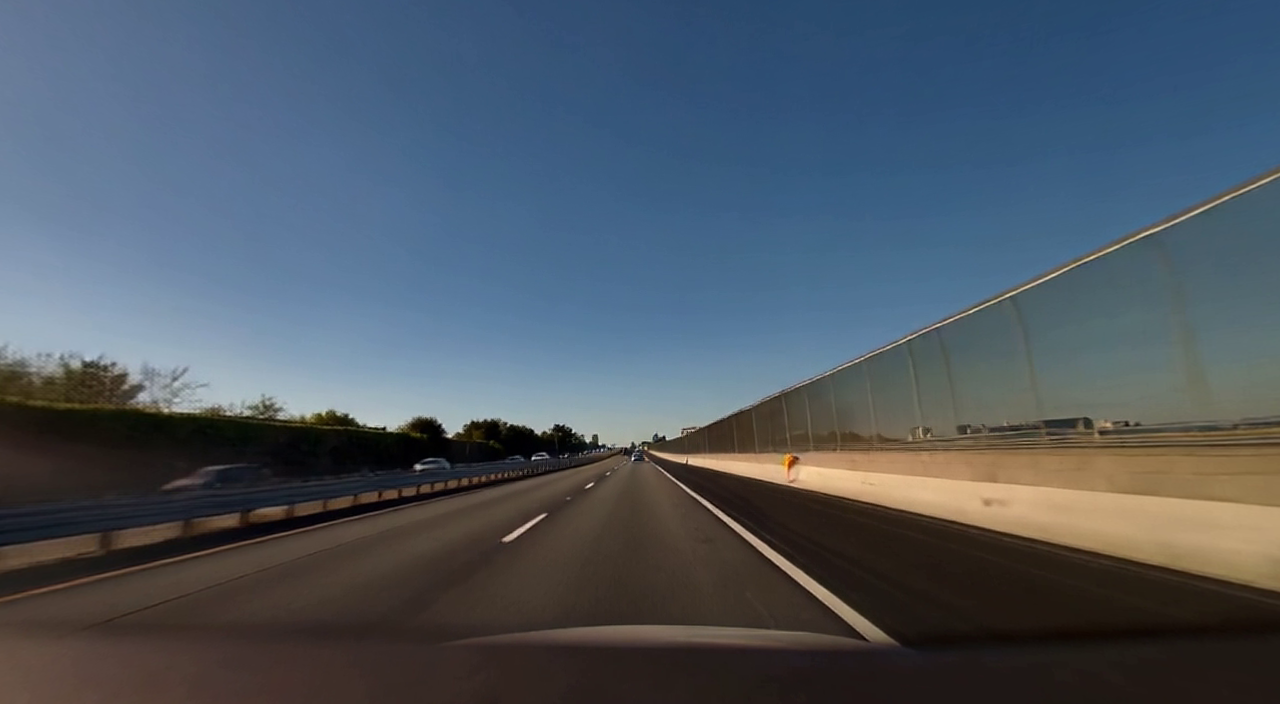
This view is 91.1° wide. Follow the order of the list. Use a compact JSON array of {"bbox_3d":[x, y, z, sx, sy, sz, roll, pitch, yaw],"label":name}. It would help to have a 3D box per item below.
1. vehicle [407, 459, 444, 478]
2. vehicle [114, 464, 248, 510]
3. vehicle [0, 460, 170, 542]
[{"bbox_3d":[-16.964,9.199,49.838,1.668,1.418,3.693,0,-9,-1],"label":"vehicle"},{"bbox_3d":[-16.917,4.977,23.503,1.717,1.424,4.368,0,-9,0],"label":"vehicle"},{"bbox_3d":[-13.105,3.130,13.622,2.075,1.475,4.849,0,-9,0],"label":"vehicle"}]
